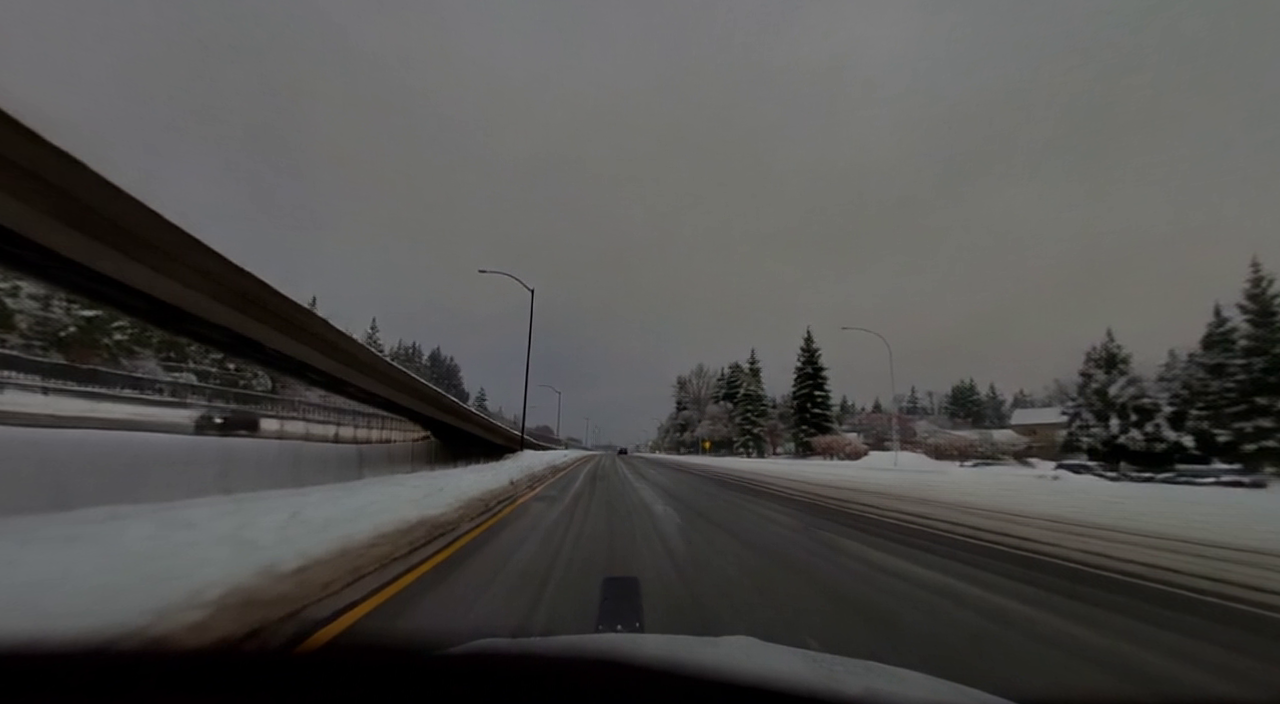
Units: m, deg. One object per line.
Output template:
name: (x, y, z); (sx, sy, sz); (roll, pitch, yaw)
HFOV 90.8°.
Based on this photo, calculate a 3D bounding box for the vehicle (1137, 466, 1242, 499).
vehicle: (29.970, 7.070, 34.490); (4.118, 1.676, 1.948); (1, -10, -9)

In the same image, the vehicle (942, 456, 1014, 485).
vehicle: (21.187, 7.538, 39.824); (1.789, 1.539, 4.303); (0, -14, -5)

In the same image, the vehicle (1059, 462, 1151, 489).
vehicle: (27.033, 7.192, 36.768); (4.057, 1.399, 1.750); (0, -11, -7)
